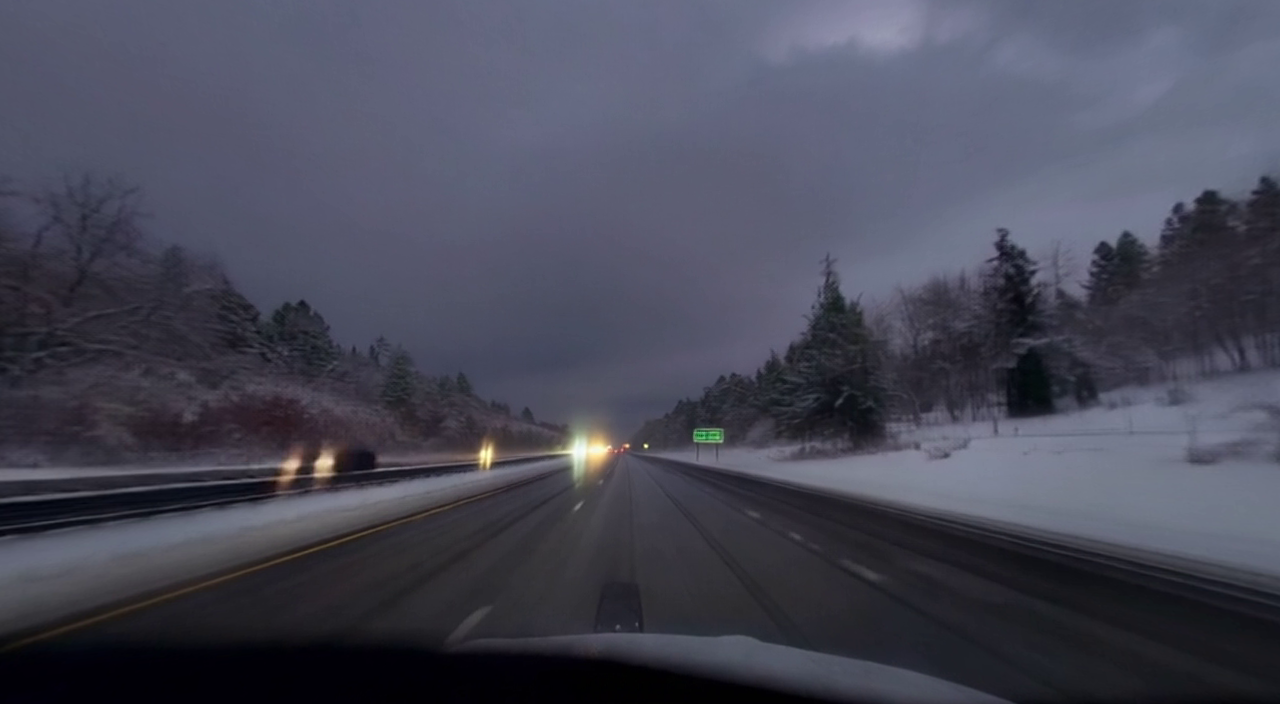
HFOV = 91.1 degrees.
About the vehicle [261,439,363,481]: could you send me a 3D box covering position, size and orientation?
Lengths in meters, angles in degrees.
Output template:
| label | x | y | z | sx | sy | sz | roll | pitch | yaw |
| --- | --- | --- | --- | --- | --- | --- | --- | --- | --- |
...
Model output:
| label | x | y | z | sx | sy | sz | roll | pitch | yaw |
| --- | --- | --- | --- | --- | --- | --- | --- | --- | --- |
| vehicle | -12.668 | 4.211 | 24.623 | 1.821 | 1.470 | 4.090 | 0 | -9 | -1 |
